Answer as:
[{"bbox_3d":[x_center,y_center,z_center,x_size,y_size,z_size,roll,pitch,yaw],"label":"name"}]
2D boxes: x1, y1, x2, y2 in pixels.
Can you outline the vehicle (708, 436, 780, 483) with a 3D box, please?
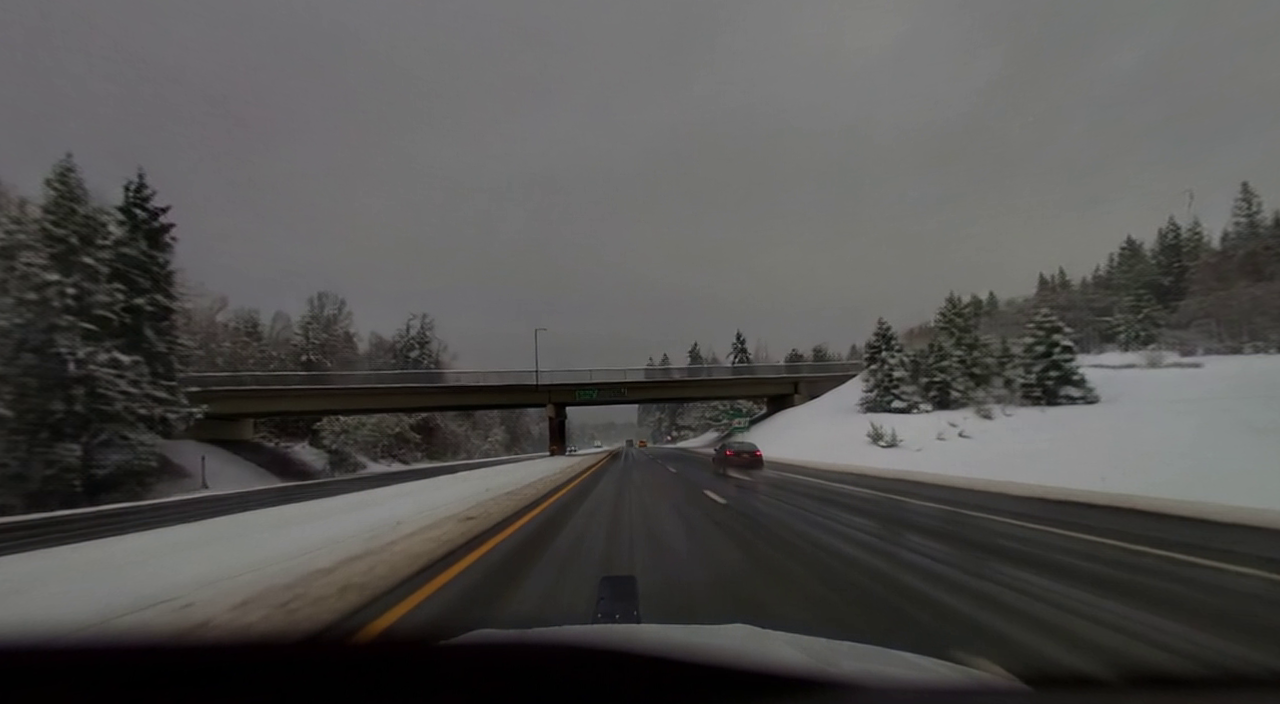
[{"bbox_3d":[3.512,3.694,21.904,1.781,1.470,3.540,0,-8,-1],"label":"vehicle"}]
